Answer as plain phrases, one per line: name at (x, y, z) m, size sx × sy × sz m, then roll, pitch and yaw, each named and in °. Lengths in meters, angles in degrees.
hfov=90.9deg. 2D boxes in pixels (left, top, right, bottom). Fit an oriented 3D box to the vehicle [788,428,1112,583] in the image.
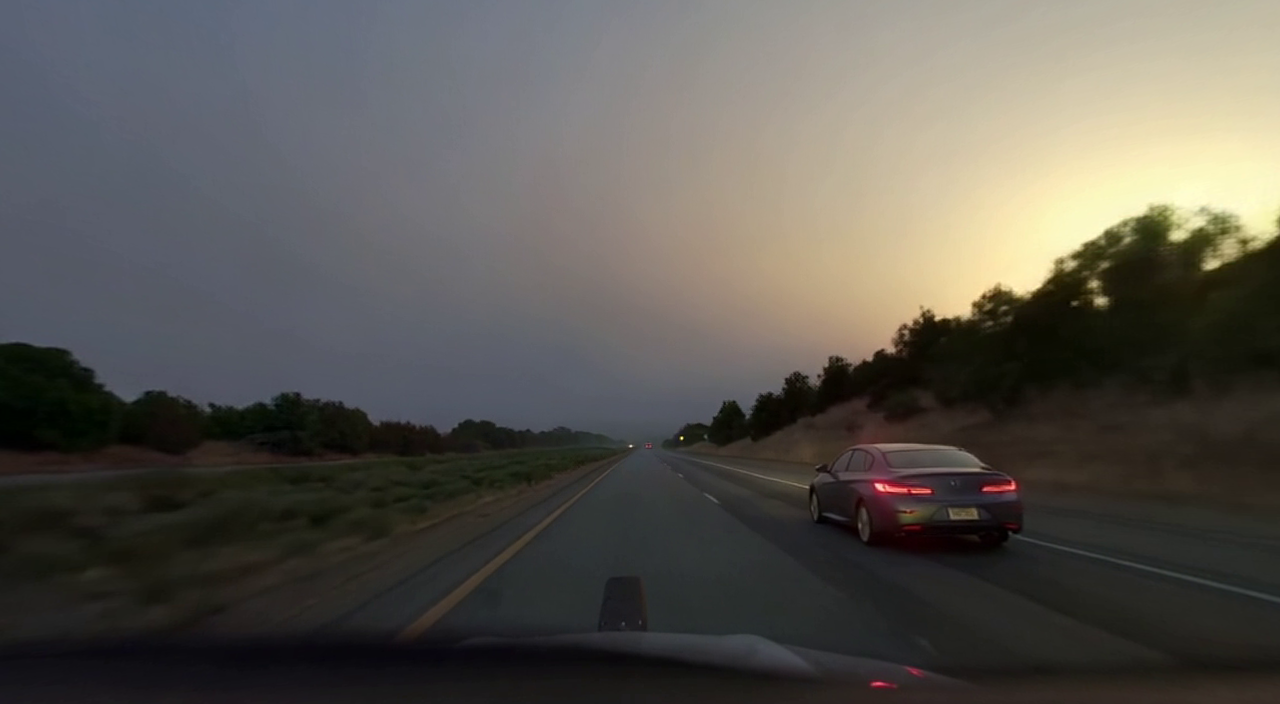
vehicle at (3.515, 1.813, 8.355) m, size 2.003 × 1.466 × 4.441 m, roll 0°, pitch -9°, yaw 0°
